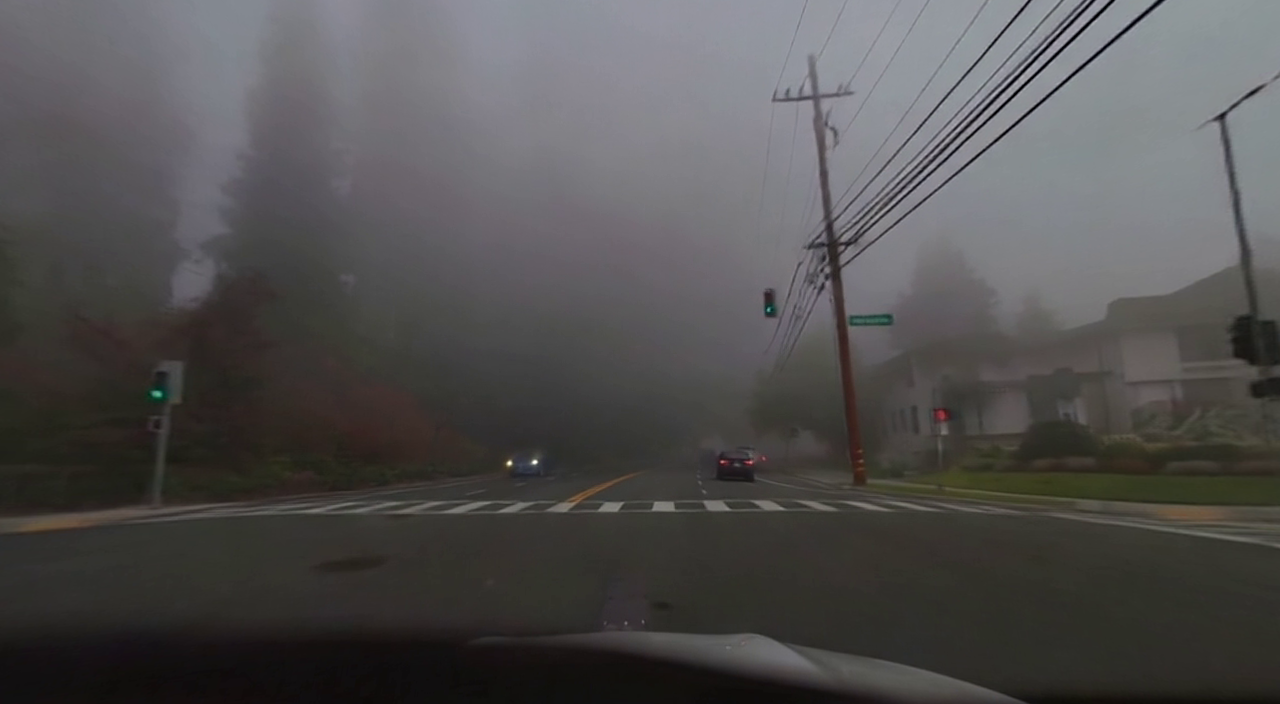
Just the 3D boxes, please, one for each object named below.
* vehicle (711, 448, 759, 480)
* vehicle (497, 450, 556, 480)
[{"bbox_3d":[4.805,5.709,32.433,1.951,1.479,4.487,-1,-8,3],"label":"vehicle"},{"bbox_3d":[-5.987,6.020,33.848,1.985,1.463,4.294,-1,-8,6],"label":"vehicle"}]
